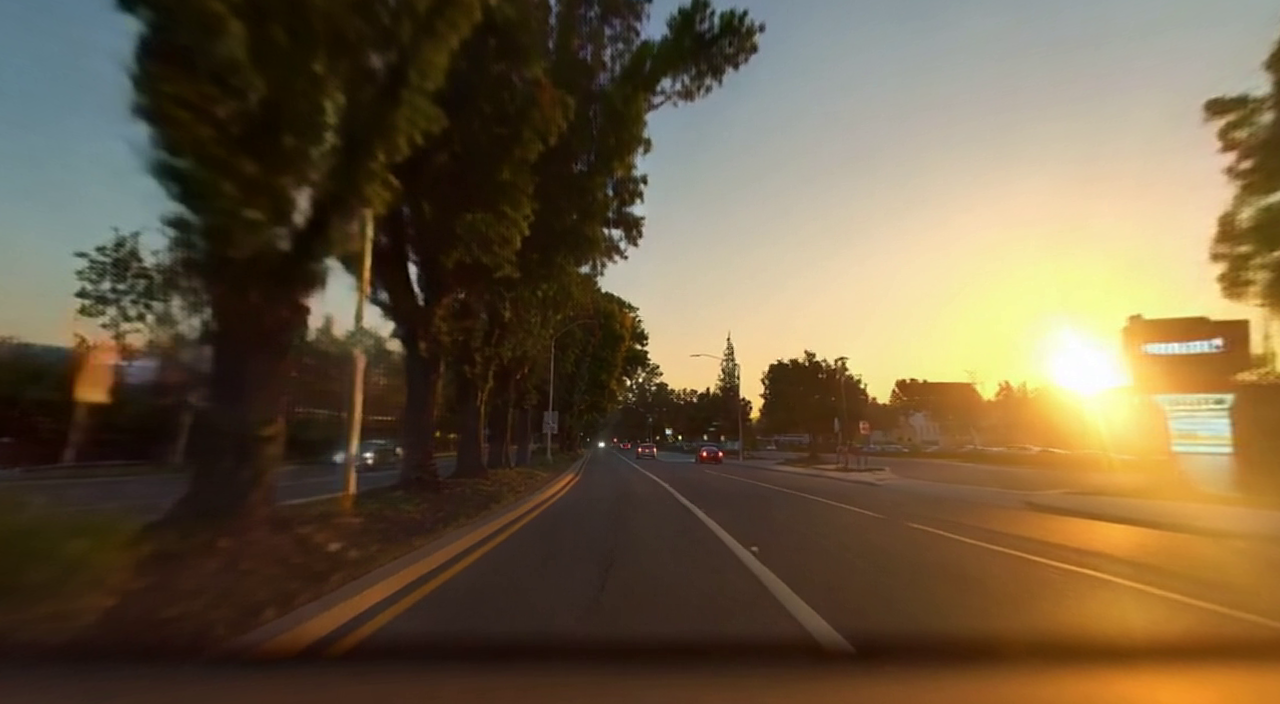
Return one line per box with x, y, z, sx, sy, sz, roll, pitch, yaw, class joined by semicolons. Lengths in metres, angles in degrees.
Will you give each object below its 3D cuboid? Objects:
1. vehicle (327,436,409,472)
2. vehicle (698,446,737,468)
-14.577;5.509;34.205;2.058;1.770;5.291;0;-9;0;vehicle
5.348;7.333;44.270;1.876;1.474;4.126;1;-9;-5;vehicle
